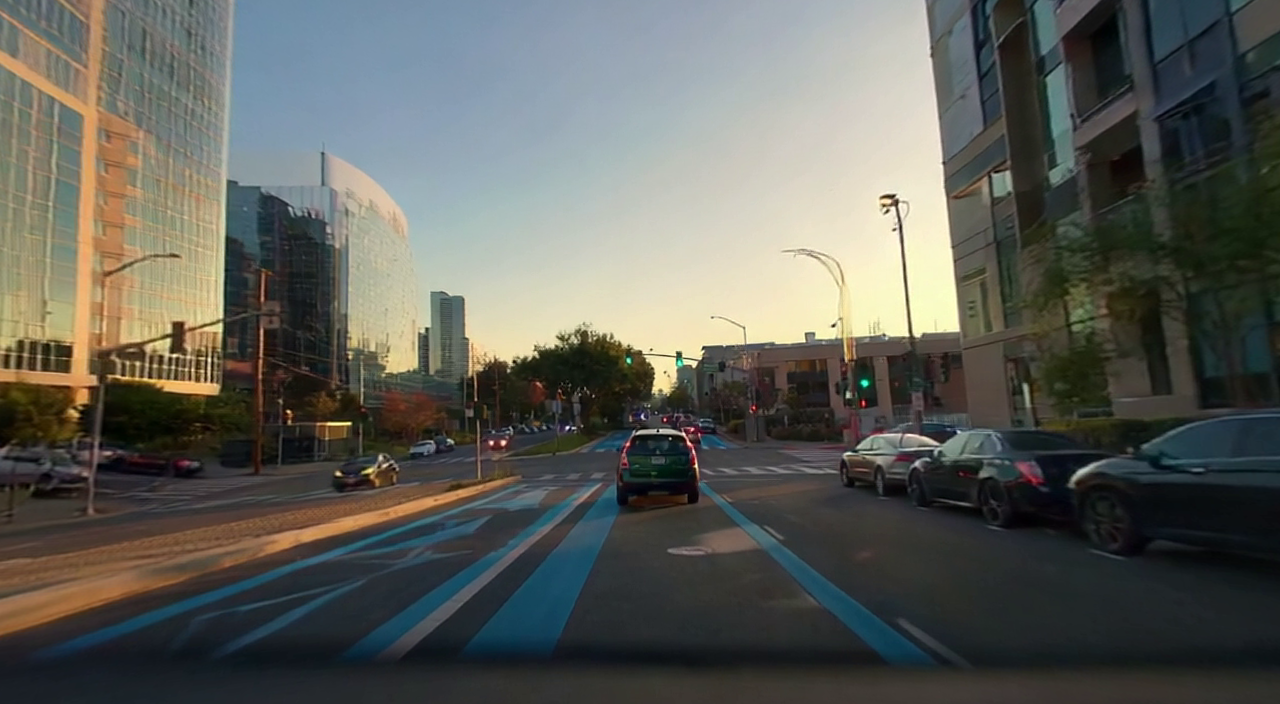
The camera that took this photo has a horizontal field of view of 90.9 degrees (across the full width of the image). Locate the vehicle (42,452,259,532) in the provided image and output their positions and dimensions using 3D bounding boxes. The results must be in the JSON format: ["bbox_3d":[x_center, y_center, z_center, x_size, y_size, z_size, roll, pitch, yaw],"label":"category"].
[{"bbox_3d":[-13.011,3.678,17.315,1.975,1.820,4.838,0,-9,1],"label":"vehicle"}]

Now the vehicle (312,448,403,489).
[{"bbox_3d":[-13.255,5.461,29.978,2.025,1.785,4.845,0,-9,0],"label":"vehicle"}]

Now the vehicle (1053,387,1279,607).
[{"bbox_3d":[6.461,1.248,5.503,2.205,1.823,5.078,0,-9,0],"label":"vehicle"}]

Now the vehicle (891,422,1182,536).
[{"bbox_3d":[6.571,2.151,11.284,2.044,1.593,4.551,0,-9,-3],"label":"vehicle"}]

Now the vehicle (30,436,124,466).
[{"bbox_3d":[-36.365,6.440,40.917,1.966,1.807,4.441,0,-9,-1],"label":"vehicle"}]

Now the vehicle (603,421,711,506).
[{"bbox_3d":[0.372,2.672,15.476,2.283,1.773,4.255,0,-9,0],"label":"vehicle"}]
